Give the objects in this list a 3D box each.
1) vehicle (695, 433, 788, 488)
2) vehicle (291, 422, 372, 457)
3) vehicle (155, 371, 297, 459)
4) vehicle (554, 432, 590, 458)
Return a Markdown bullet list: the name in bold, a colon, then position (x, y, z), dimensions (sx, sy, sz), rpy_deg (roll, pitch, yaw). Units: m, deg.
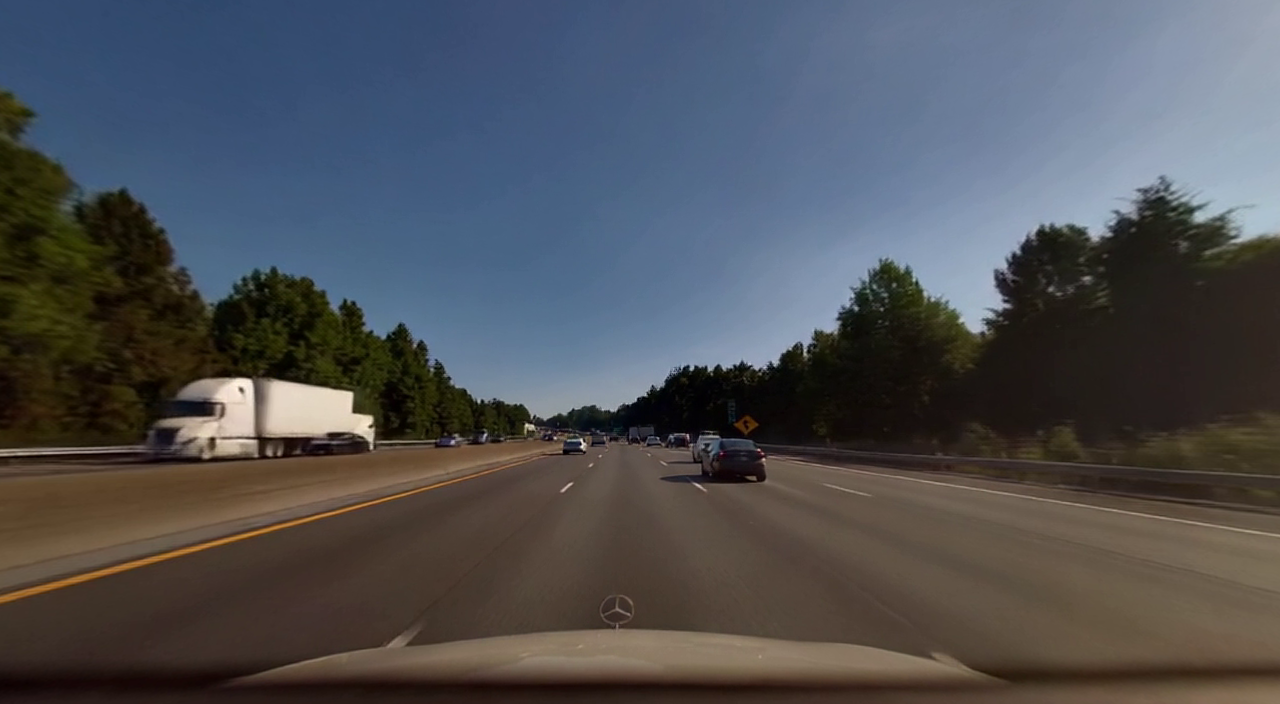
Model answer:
- **vehicle**: position (2.921, 3.207, 19.040), dimensions (1.990, 1.480, 3.865), rpy_deg (0, -8, -3)
- **vehicle**: position (-16.624, 4.737, 34.315), dimensions (2.013, 1.733, 4.867), rpy_deg (0, -8, -1)
- **vehicle**: position (-20.362, 3.235, 31.540), dimensions (2.956, 3.974, 5.969), rpy_deg (0, -8, -1)
- **vehicle**: position (-4.587, 6.308, 43.044), dimensions (2.011, 1.614, 4.808), rpy_deg (0, -8, -1)
